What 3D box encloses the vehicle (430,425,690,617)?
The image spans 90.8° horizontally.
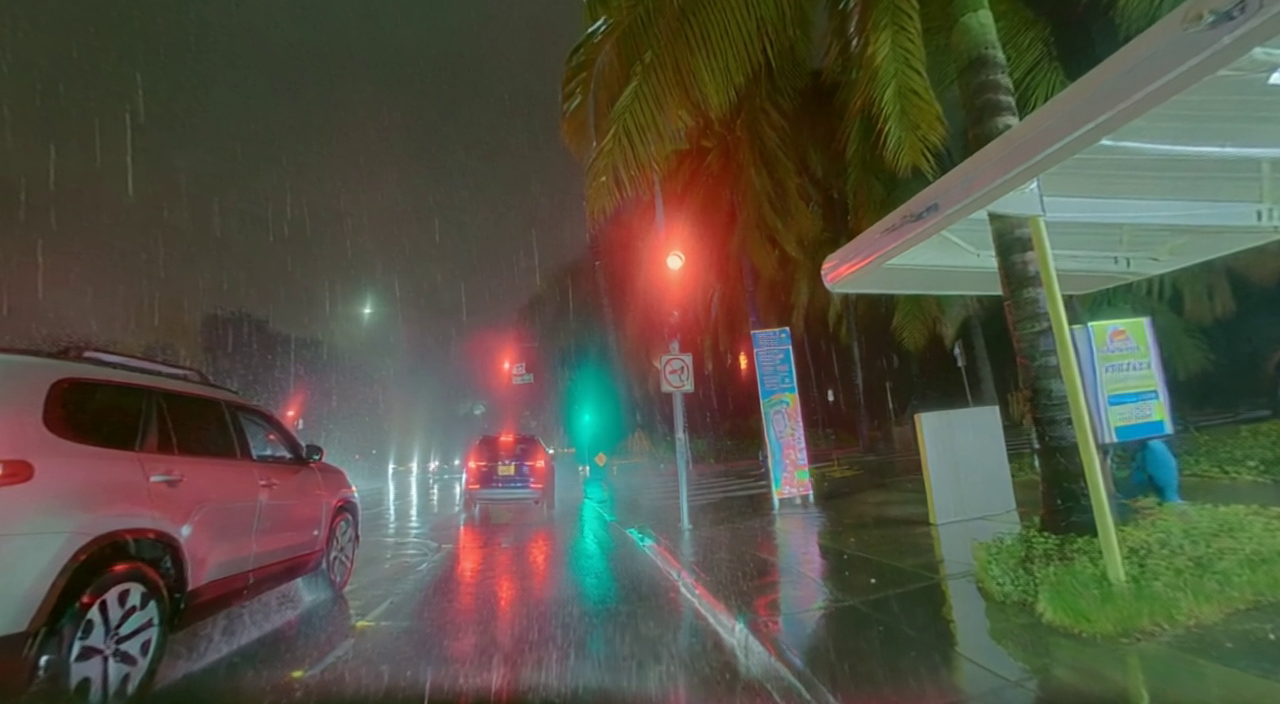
[{"bbox_3d":[-1.024,1.652,7.240,2.065,1.467,4.289,2,-9,-11],"label":"vehicle"}]

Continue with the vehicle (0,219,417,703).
[{"bbox_3d":[-2.765,0.905,3.221,2.098,1.851,4.571,1,-9,-7],"label":"vehicle"}]
